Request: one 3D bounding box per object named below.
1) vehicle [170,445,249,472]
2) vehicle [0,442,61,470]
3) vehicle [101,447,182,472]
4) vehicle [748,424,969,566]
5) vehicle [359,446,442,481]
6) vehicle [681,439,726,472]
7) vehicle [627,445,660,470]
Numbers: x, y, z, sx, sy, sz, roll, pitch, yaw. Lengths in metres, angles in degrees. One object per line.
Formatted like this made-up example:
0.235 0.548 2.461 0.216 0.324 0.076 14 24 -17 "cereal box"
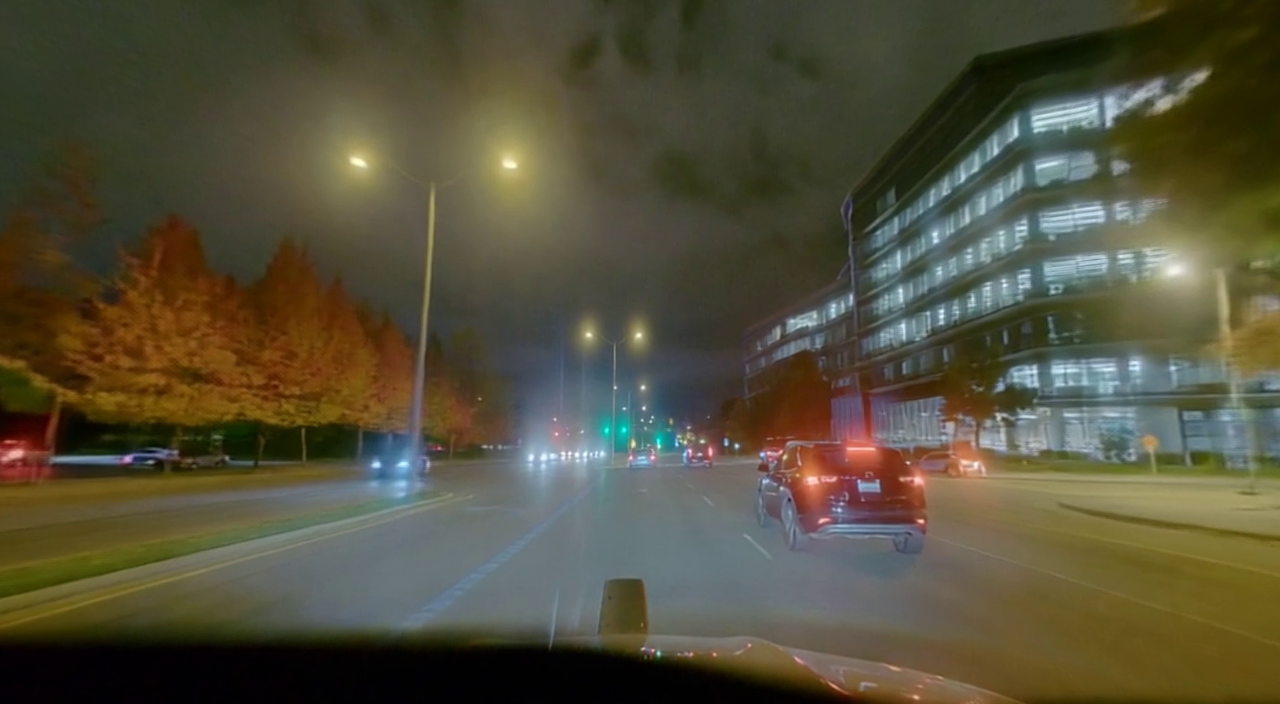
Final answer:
-28.258 6.959 41.552 1.863 1.635 4.625 0 -8 0 "vehicle"
-41.549 6.847 41.733 1.920 1.763 4.591 0 -8 0 "vehicle"
-33.207 7.134 42.116 1.920 1.574 4.174 -1 -8 1 "vehicle"
2.910 1.974 9.428 1.901 1.634 3.896 1 -8 0 "vehicle"
-11.353 5.291 30.271 2.055 1.479 4.693 -1 -9 1 "vehicle"
3.782 6.222 38.119 2.154 1.844 4.634 1 -8 -1 "vehicle"
0.191 6.684 40.157 1.991 1.477 3.814 0 -8 -1 "vehicle"
